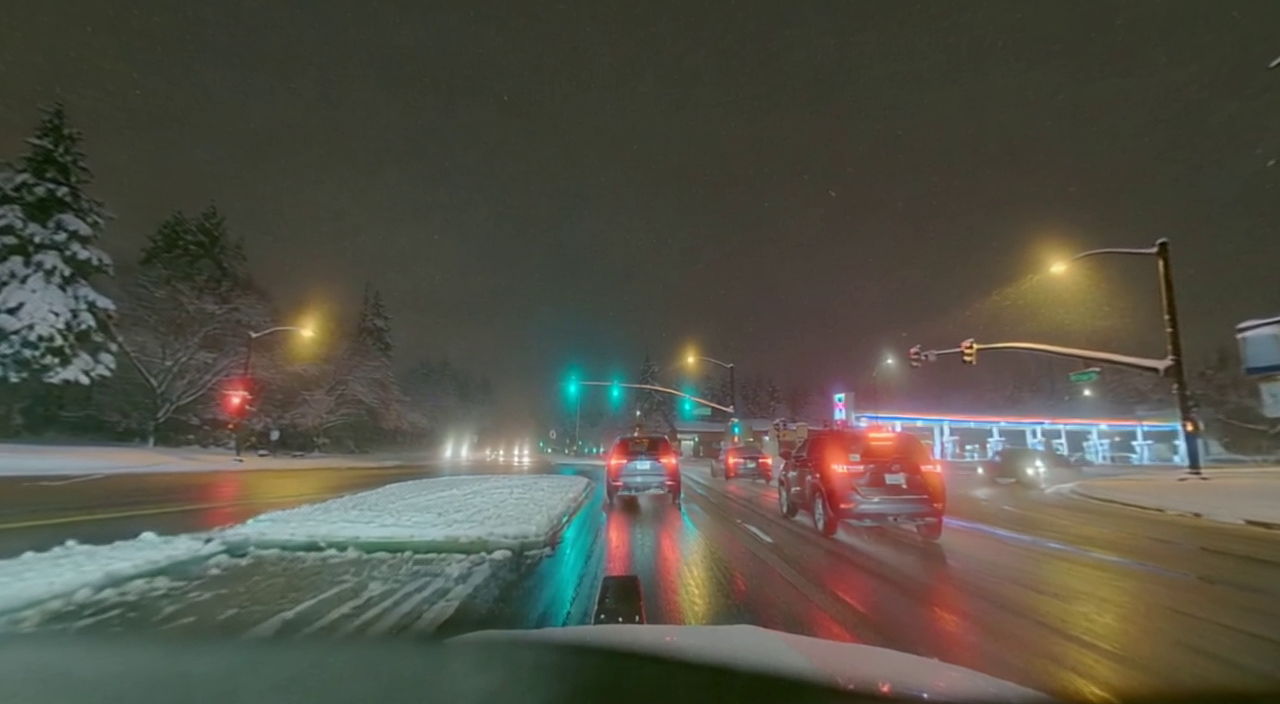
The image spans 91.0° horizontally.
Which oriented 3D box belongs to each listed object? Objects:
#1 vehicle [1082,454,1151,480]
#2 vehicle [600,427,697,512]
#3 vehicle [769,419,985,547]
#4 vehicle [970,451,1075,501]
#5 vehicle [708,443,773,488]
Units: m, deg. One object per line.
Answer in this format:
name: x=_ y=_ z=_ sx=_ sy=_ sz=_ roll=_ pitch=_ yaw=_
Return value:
vehicle: x=31.054 y=7.421 z=40.969 sx=4.636 sy=1.542 sz=2.096 roll=6 pitch=-10 yaw=-34
vehicle: x=0.157 y=2.801 z=15.481 sx=2.051 sy=1.798 sz=4.168 roll=0 pitch=-8 yaw=-1
vehicle: x=3.730 y=2.131 z=10.903 sx=2.000 sy=1.745 sz=4.206 roll=0 pitch=-8 yaw=-1
vehicle: x=13.212 y=4.262 z=22.088 sx=2.057 sy=1.473 sz=4.462 roll=-3 pitch=-9 yaw=17
vehicle: x=3.786 y=4.313 z=24.297 sx=1.800 sy=1.592 sz=3.658 roll=0 pitch=-8 yaw=-2
